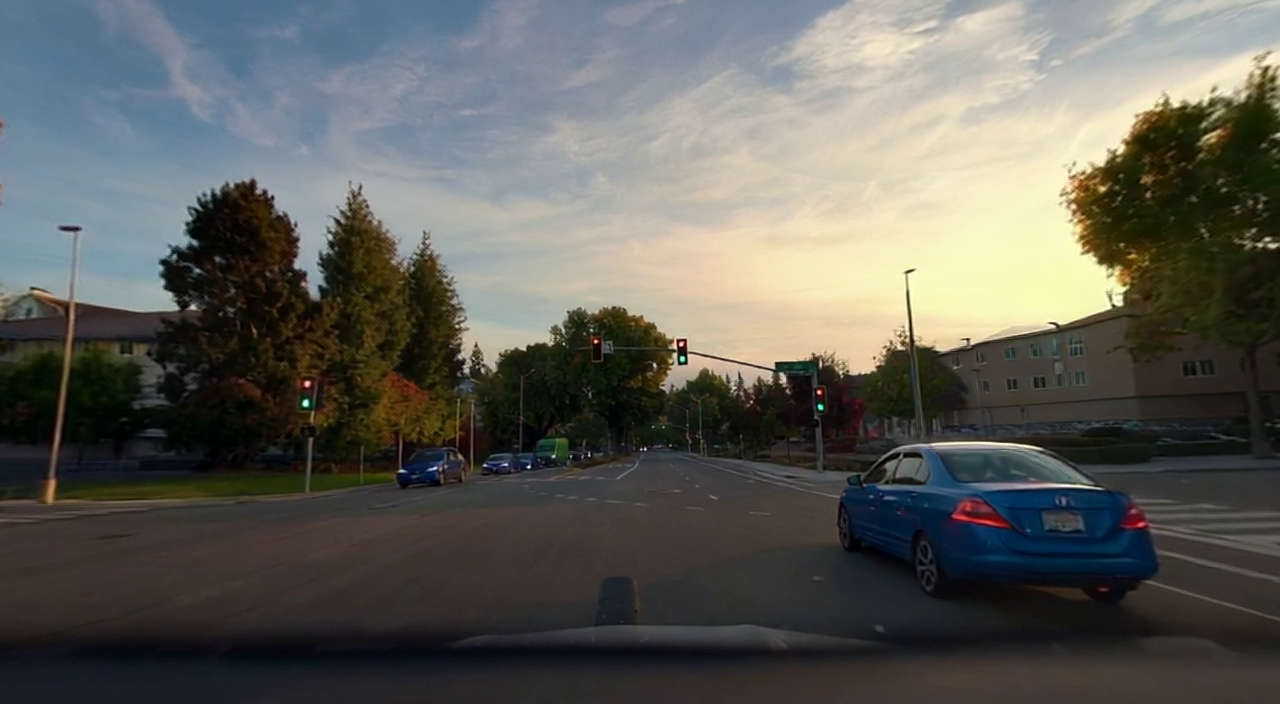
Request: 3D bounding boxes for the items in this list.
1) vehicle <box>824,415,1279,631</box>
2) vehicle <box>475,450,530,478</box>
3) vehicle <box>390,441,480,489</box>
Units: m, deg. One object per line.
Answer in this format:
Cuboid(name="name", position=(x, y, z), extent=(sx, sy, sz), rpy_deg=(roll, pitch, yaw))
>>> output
Cuboid(name="vehicle", position=(3.828, 1.618, 7.133), extent=(2.129, 1.581, 4.780), rpy_deg=(0, -8, 1))
Cuboid(name="vehicle", position=(-8.040, 6.567, 37.377), extent=(1.906, 1.468, 4.686), rpy_deg=(-1, -8, 3))
Cuboid(name="vehicle", position=(-8.550, 4.742, 26.924), extent=(2.130, 1.874, 4.691), rpy_deg=(0, -8, 2))
